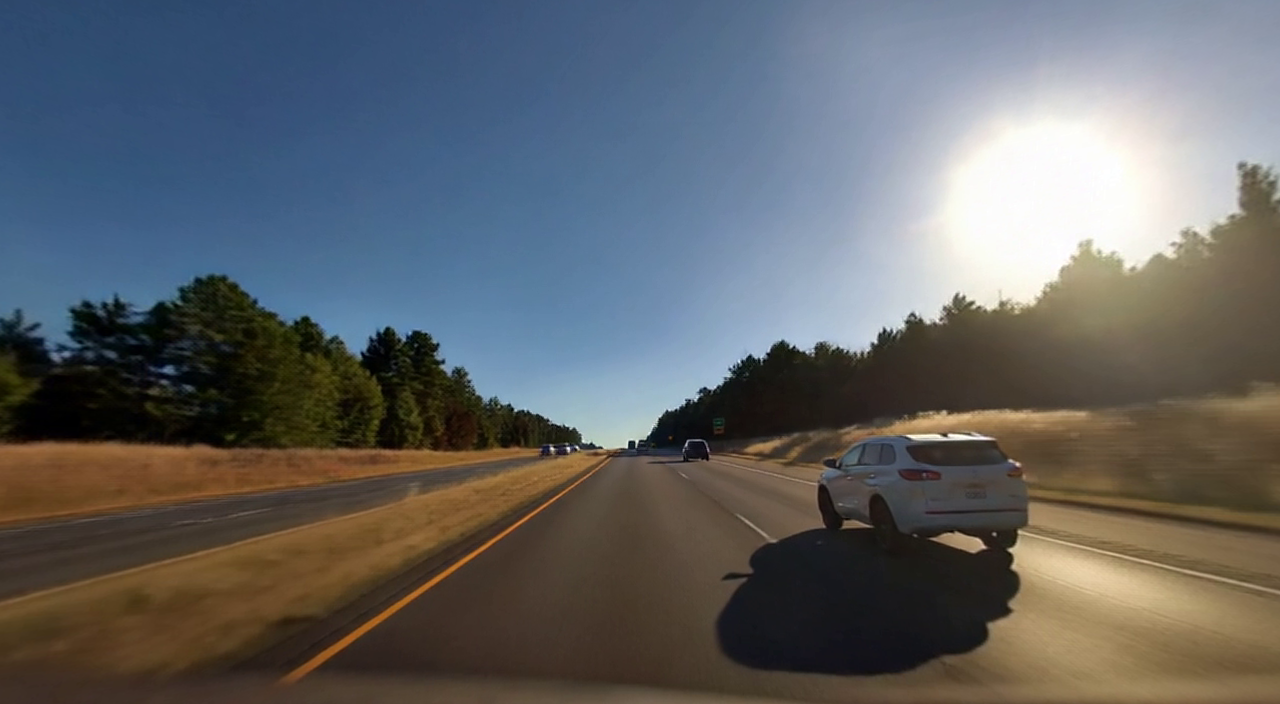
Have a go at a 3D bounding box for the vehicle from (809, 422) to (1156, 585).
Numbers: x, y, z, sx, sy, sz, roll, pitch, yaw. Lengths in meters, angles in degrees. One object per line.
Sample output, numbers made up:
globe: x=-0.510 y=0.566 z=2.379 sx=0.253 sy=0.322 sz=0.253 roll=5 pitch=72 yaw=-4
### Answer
vehicle: x=3.821 y=1.734 z=8.124 sx=1.999 sy=1.501 sz=4.221 roll=0 pitch=-8 yaw=-2

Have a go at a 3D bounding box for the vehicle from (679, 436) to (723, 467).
vehicle: x=3.450 y=5.727 z=36.398 sx=2.043 sy=1.673 sz=4.016 roll=0 pitch=-8 yaw=-2
